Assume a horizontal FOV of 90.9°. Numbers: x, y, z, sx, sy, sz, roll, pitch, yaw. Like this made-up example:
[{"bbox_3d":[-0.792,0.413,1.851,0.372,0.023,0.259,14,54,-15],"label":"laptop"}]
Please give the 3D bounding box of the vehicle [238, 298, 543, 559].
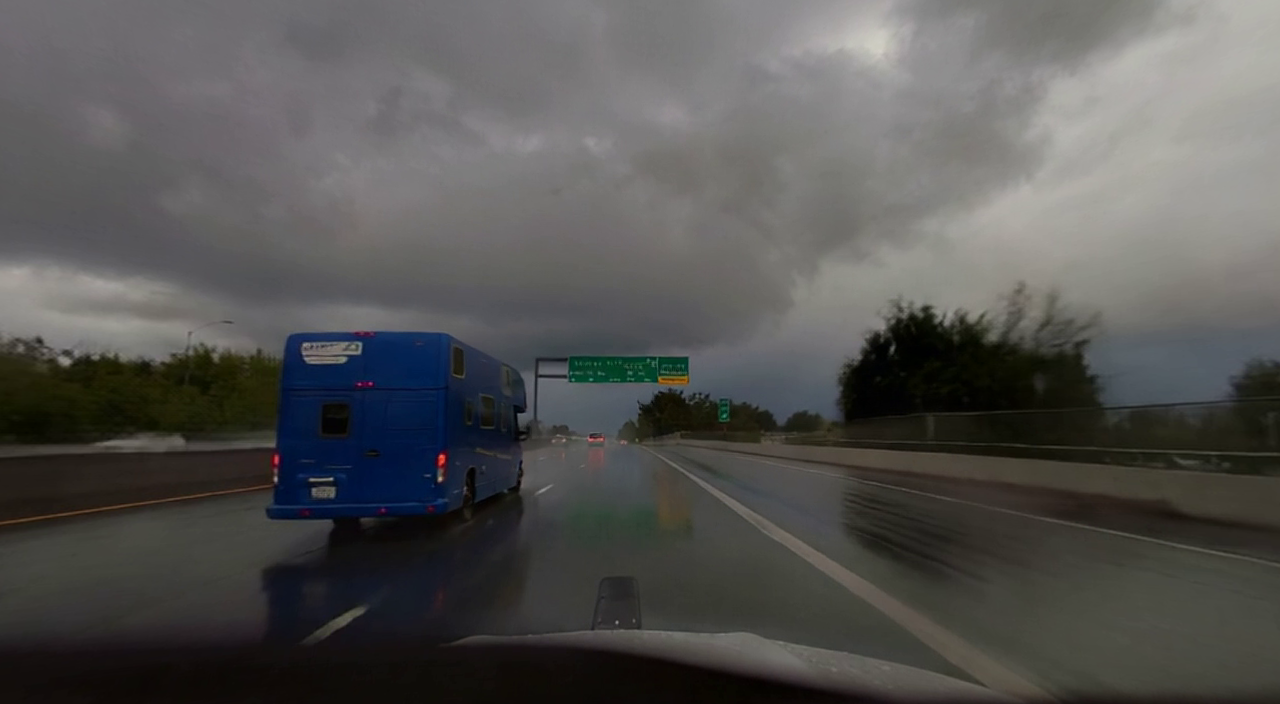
[{"bbox_3d":[-3.747,1.383,11.777,2.676,3.269,7.388,-2,-7,0],"label":"vehicle"}]
